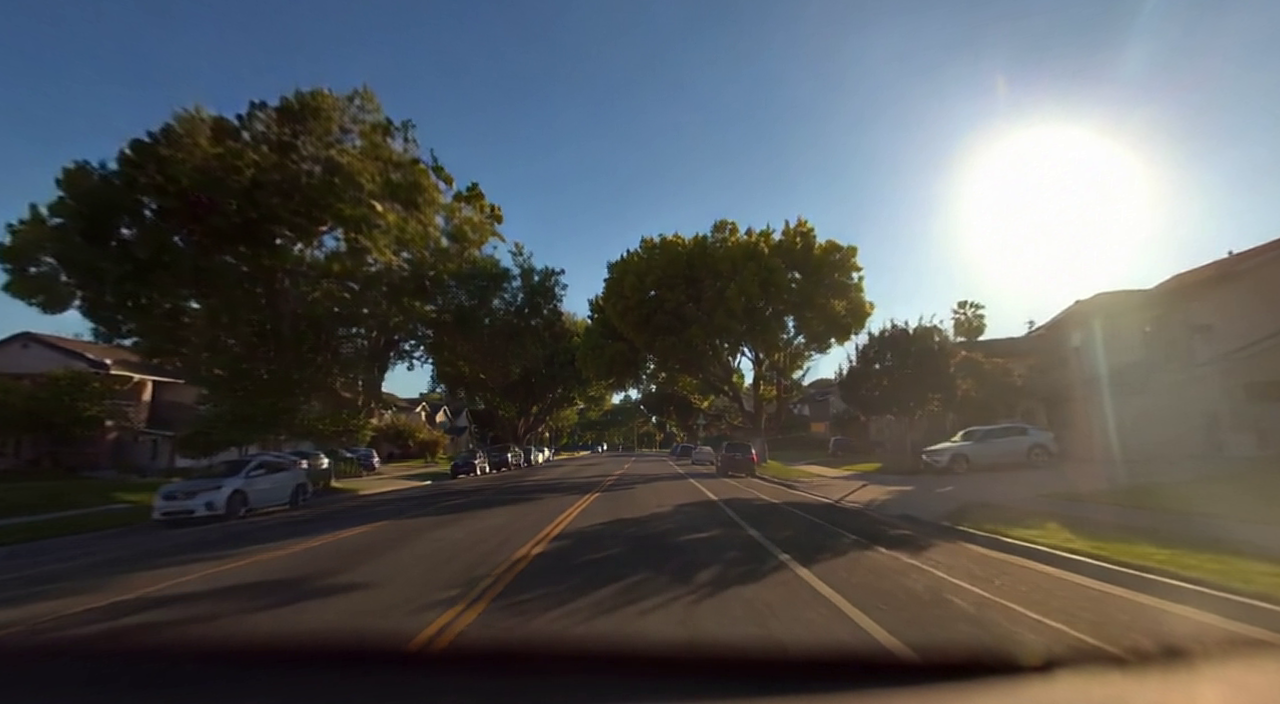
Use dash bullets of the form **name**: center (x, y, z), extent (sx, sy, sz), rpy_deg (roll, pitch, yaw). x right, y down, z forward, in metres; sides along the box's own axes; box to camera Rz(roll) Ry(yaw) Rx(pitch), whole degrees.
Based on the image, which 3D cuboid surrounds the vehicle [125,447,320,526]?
- **vehicle**: center (-10.593, 3.429, 16.564), extent (2.082, 1.661, 4.403), rpy_deg (-3, -10, 1)

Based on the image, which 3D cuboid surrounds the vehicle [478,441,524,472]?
- **vehicle**: center (-10.210, 7.714, 46.879), extent (2.225, 2.037, 5.158), rpy_deg (-4, -8, 0)

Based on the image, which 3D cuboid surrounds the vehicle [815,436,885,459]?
- **vehicle**: center (13.885, 6.329, 41.989), extent (3.966, 1.500, 1.998), rpy_deg (0, -8, 2)

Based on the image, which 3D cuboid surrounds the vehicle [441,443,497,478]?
- **vehicle**: center (-10.276, 6.579, 38.347), extent (2.117, 1.865, 4.570), rpy_deg (-2, -10, 0)

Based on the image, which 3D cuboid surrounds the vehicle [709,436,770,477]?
- **vehicle**: center (4.903, 5.227, 31.833), extent (2.215, 1.886, 4.577), rpy_deg (0, -8, -1)

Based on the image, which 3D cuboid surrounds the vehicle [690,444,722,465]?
- **vehicle**: center (4.767, 7.492, 46.333), extent (1.908, 1.477, 4.920), rpy_deg (0, -8, 1)

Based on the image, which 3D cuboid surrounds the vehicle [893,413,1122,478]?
- **vehicle**: center (12.842, 3.337, 22.461), extent (6.619, 1.884, 2.225), rpy_deg (-3, -9, 1)
